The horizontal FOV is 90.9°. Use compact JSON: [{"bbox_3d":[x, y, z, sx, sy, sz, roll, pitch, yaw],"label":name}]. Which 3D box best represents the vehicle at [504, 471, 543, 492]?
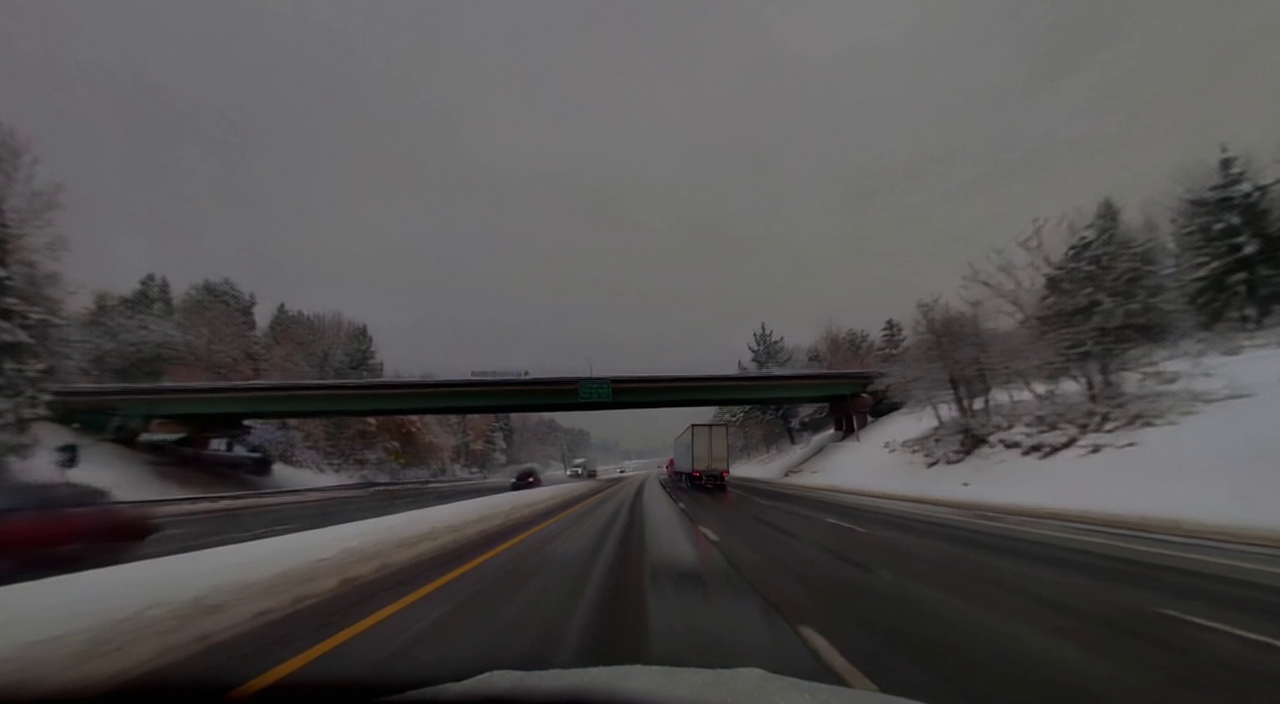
[{"bbox_3d":[-8.569,9.568,46.679,1.982,1.461,4.349,1,-11,1],"label":"vehicle"}]

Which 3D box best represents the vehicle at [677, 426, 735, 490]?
[{"bbox_3d":[4.508,7.836,46.027,3.054,4.005,11.895,1,-11,0],"label":"vehicle"}]
